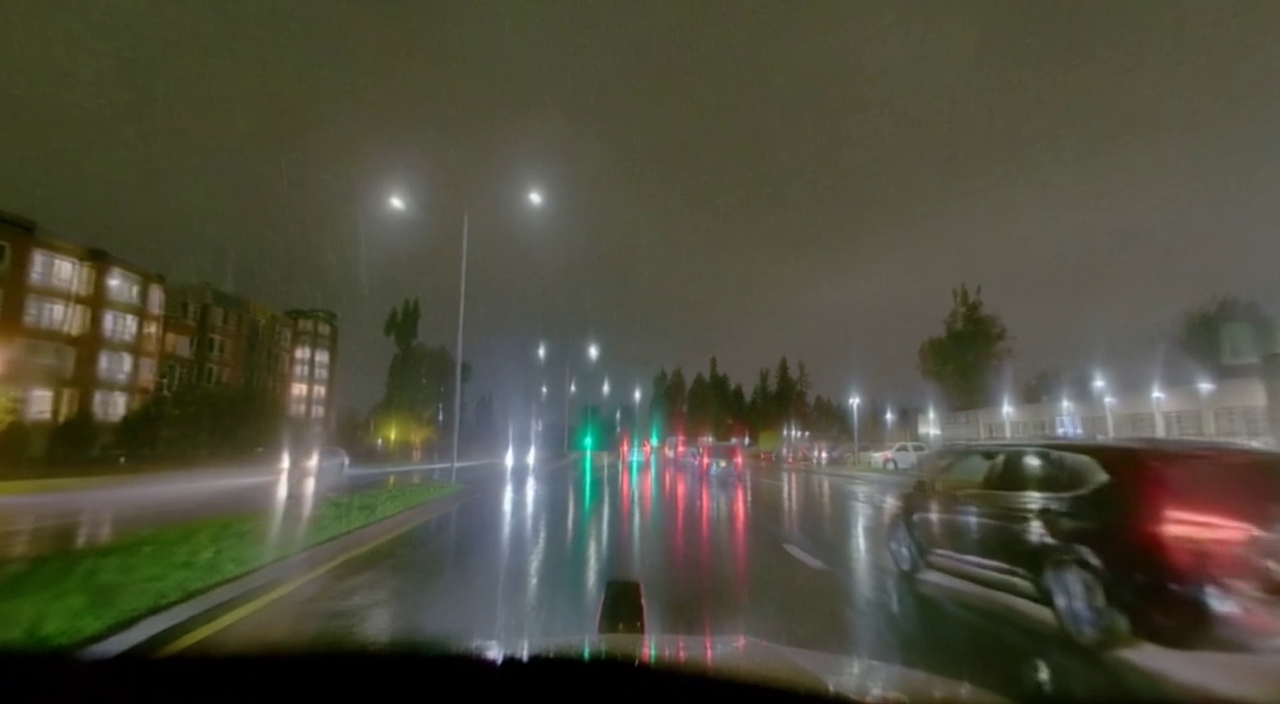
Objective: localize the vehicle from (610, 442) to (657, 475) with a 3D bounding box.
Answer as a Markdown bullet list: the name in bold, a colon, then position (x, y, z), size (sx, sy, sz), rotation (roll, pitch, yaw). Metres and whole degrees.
- **vehicle**: position (-0.338, 5.092, 30.419), size (2.095, 1.456, 3.873), rotation (0, -8, -1)

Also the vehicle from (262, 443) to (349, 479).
- **vehicle**: position (-16.259, 5.298, 31.011), size (1.920, 1.635, 4.261), rotation (0, -8, 0)

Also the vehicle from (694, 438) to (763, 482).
- **vehicle**: position (3.456, 4.307, 25.491), size (2.041, 1.611, 4.426), rotation (0, -8, -1)

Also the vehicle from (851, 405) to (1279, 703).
- **vehicle**: position (3.523, 1.333, 5.123), size (1.953, 1.514, 4.672), rotation (0, -8, -1)

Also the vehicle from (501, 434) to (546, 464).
- **vehicle**: position (-8.739, 7.322, 47.816), size (2.285, 2.106, 5.836), rotation (0, -8, 0)
